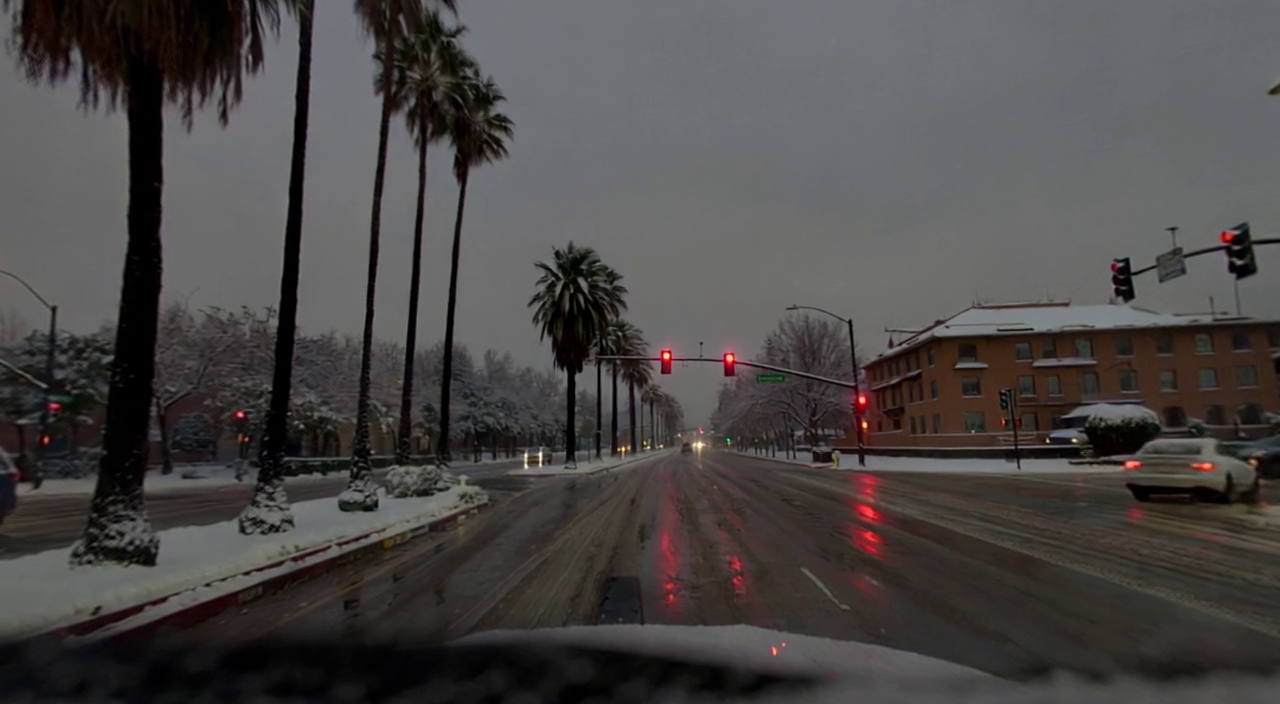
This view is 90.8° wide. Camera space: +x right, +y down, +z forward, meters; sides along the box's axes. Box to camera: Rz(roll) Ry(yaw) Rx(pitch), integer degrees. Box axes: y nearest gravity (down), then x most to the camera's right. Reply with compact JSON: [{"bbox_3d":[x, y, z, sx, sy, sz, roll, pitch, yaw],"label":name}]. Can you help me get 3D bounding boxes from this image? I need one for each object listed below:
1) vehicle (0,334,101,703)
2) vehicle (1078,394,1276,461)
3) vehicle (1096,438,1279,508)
[{"bbox_3d":[-3.334,0.482,0.280,2.026,1.723,4.832,0,-9,-2],"label":"vehicle"},{"bbox_3d":[32.621,4.777,39.326,2.863,3.609,10.252,0,-8,-3],"label":"vehicle"},{"bbox_3d":[13.590,2.883,15.427,4.520,1.475,2.003,4,-10,-27],"label":"vehicle"}]
